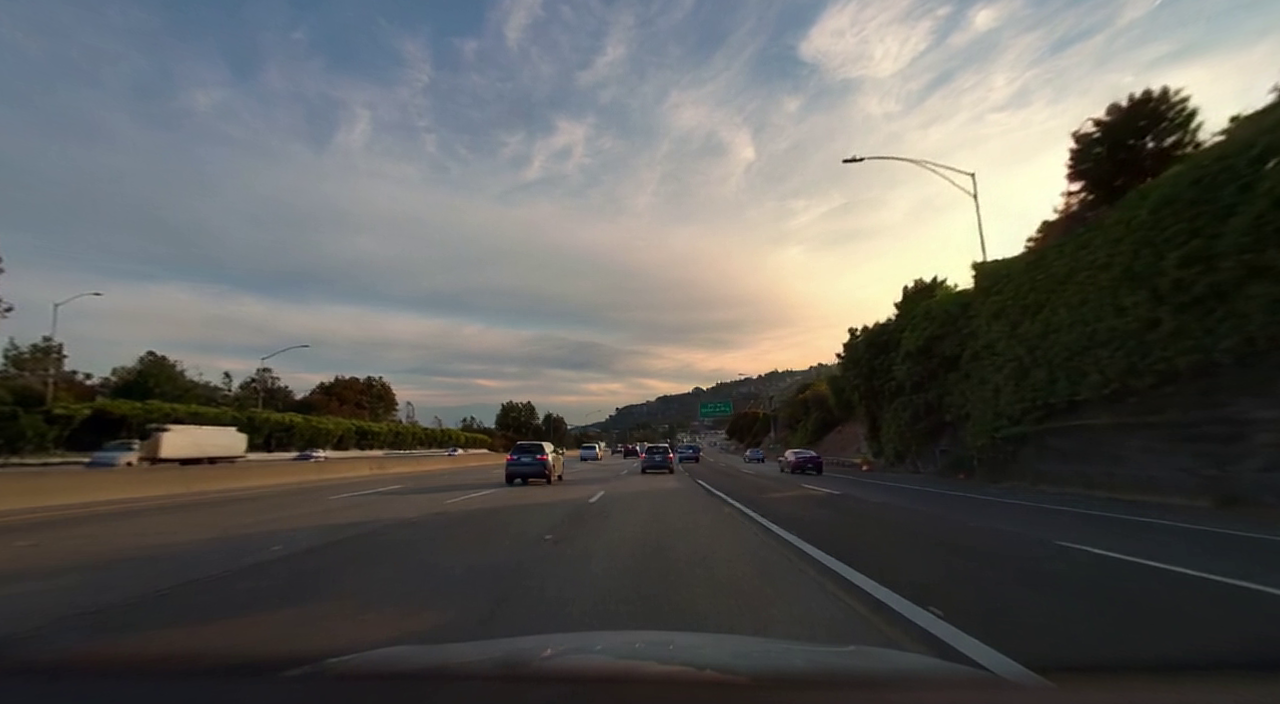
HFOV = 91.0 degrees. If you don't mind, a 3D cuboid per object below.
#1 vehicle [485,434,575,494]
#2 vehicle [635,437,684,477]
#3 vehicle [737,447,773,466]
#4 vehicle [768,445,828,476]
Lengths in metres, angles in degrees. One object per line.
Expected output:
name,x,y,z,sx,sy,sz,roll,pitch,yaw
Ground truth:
vehicle,-3.537,3.706,21.160,2.142,1.759,4.297,0,-9,2
vehicle,0.969,5.250,31.713,2.270,1.862,4.949,0,-9,1
vehicle,8.876,8.102,48.933,2.005,1.456,4.287,0,-9,0
vehicle,8.071,5.571,32.507,1.936,1.480,4.373,0,-9,0
